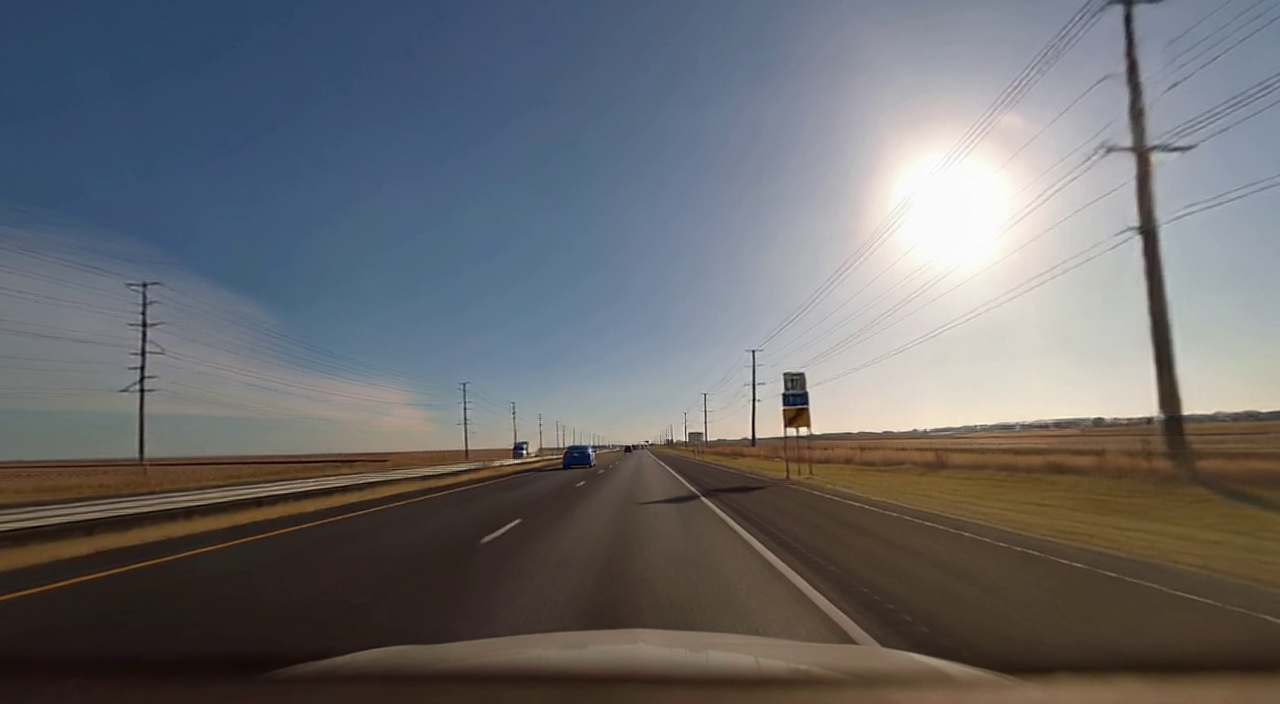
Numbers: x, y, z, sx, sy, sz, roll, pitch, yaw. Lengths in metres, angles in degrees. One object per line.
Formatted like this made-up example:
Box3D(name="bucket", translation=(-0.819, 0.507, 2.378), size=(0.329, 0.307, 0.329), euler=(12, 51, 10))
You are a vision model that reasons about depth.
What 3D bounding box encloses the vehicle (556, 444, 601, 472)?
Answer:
Box3D(name="vehicle", translation=(-3.548, 6.200, 37.010), size=(2.106, 1.543, 4.465), euler=(0, -9, 1))
